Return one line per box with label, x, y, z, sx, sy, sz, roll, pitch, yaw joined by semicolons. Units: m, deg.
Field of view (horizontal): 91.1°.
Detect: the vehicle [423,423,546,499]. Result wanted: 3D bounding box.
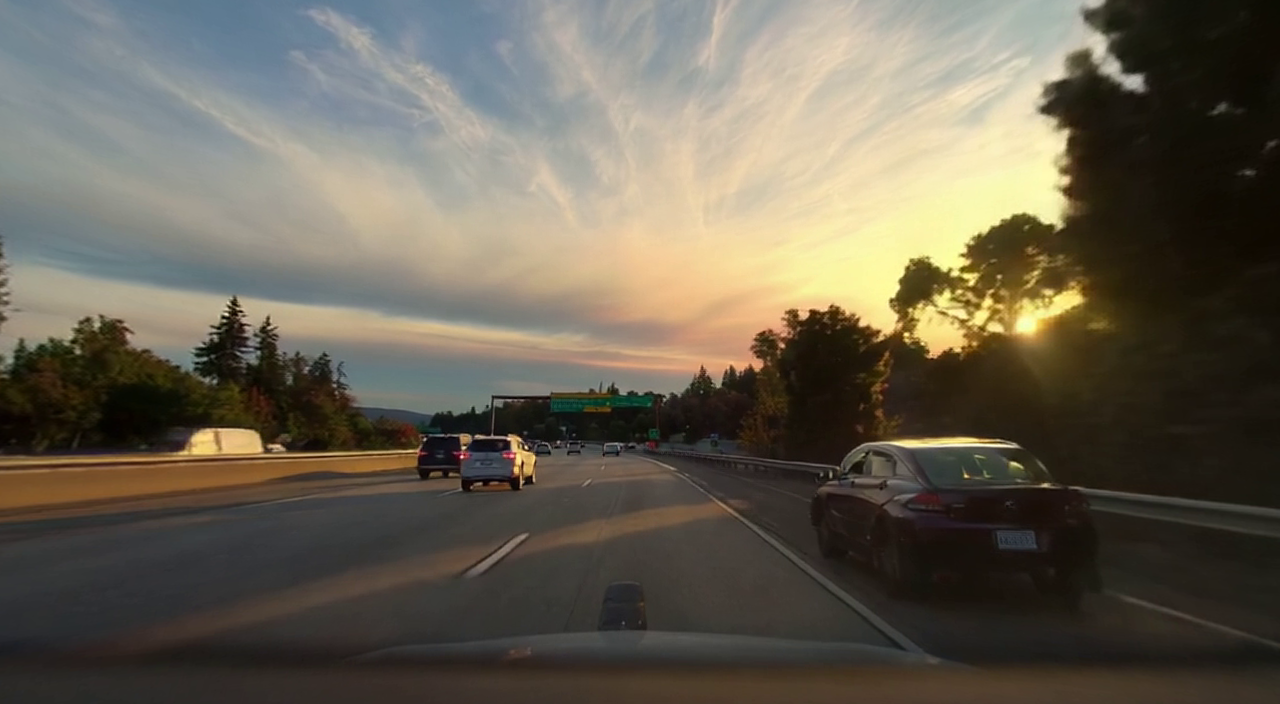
vehicle;-4.089;2.962;17.505;2.142;1.789;5.009;0;-8;0
